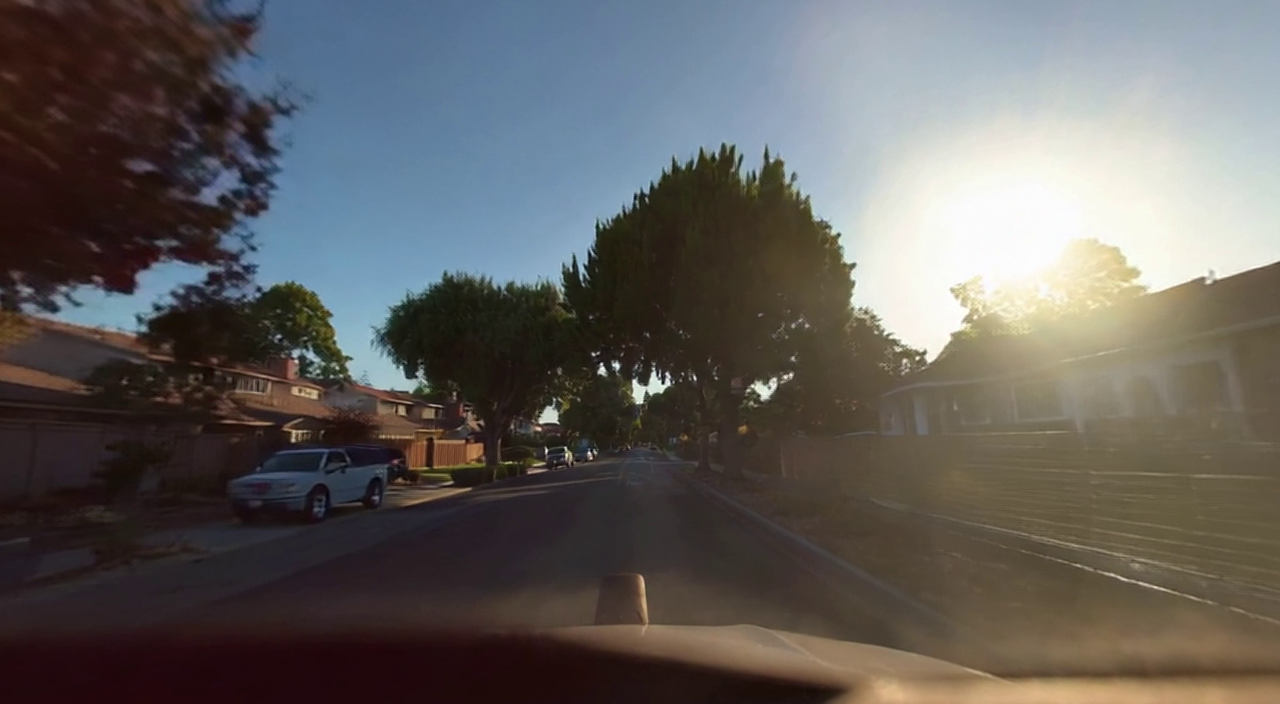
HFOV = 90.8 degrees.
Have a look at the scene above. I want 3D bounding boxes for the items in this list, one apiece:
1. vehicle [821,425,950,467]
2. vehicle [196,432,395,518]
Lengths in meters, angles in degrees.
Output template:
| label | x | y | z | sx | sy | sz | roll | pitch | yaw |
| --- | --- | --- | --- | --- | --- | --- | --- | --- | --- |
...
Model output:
| label | x | y | z | sx | sy | sz | roll | pitch | yaw |
| --- | --- | --- | --- | --- | --- | --- | --- | --- | --- |
| vehicle | 11.973 | 4.606 | 31.021 | 5.367 | 1.953 | 2.257 | 1 | -9 | -9 |
| vehicle | -8.506 | 3.118 | 16.357 | 2.352 | 1.843 | 4.979 | -1 | -10 | 0 |
